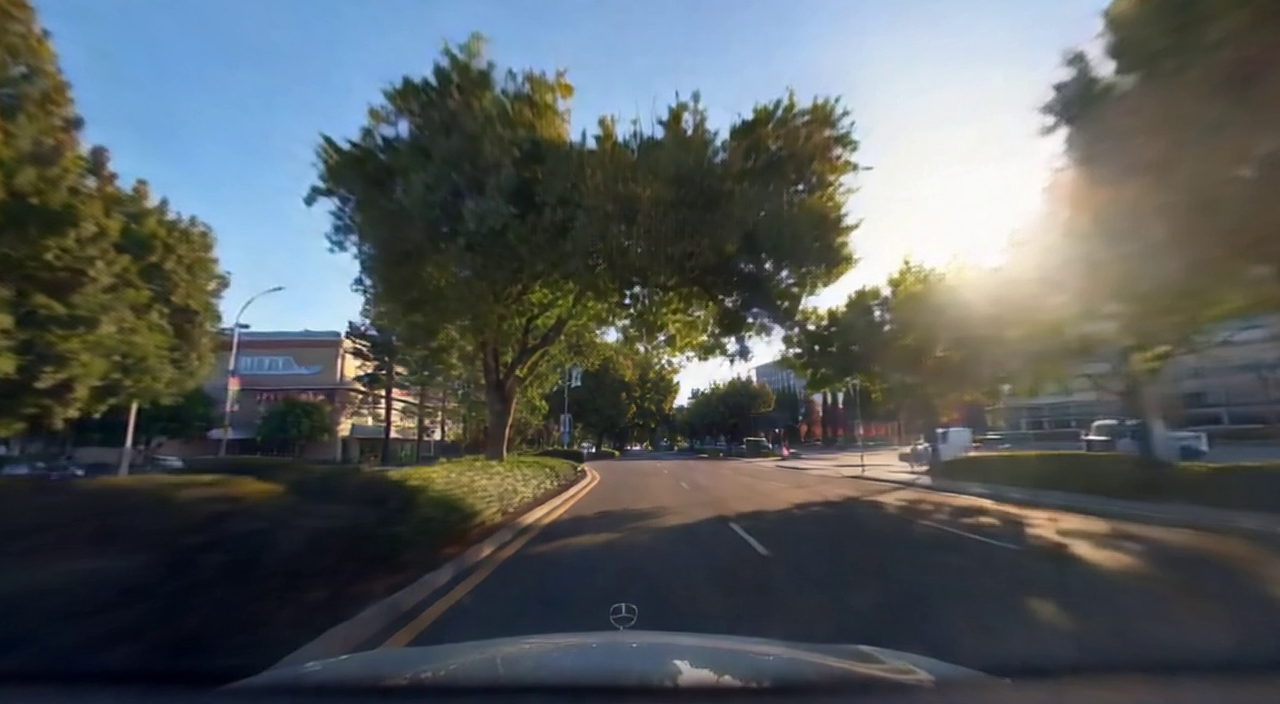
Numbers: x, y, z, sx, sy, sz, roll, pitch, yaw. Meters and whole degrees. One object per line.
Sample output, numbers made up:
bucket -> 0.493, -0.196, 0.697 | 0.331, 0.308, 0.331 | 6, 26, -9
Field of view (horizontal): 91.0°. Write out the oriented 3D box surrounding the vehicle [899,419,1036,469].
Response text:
vehicle -> 22.035, 6.211, 42.675 | 7.634, 3.061, 2.777 | -1, -8, 0

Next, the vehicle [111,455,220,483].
vehicle -> -29.648, 7.307, 39.483 | 4.739, 1.638, 2.515 | 1, -9, -1

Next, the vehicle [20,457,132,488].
vehicle -> -29.754, 6.348, 33.284 | 4.154, 1.510, 1.847 | 0, -8, 1

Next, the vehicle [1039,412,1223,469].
vehicle -> 33.515, 6.080, 43.227 | 10.143, 3.636, 2.880 | 1, -9, -2
